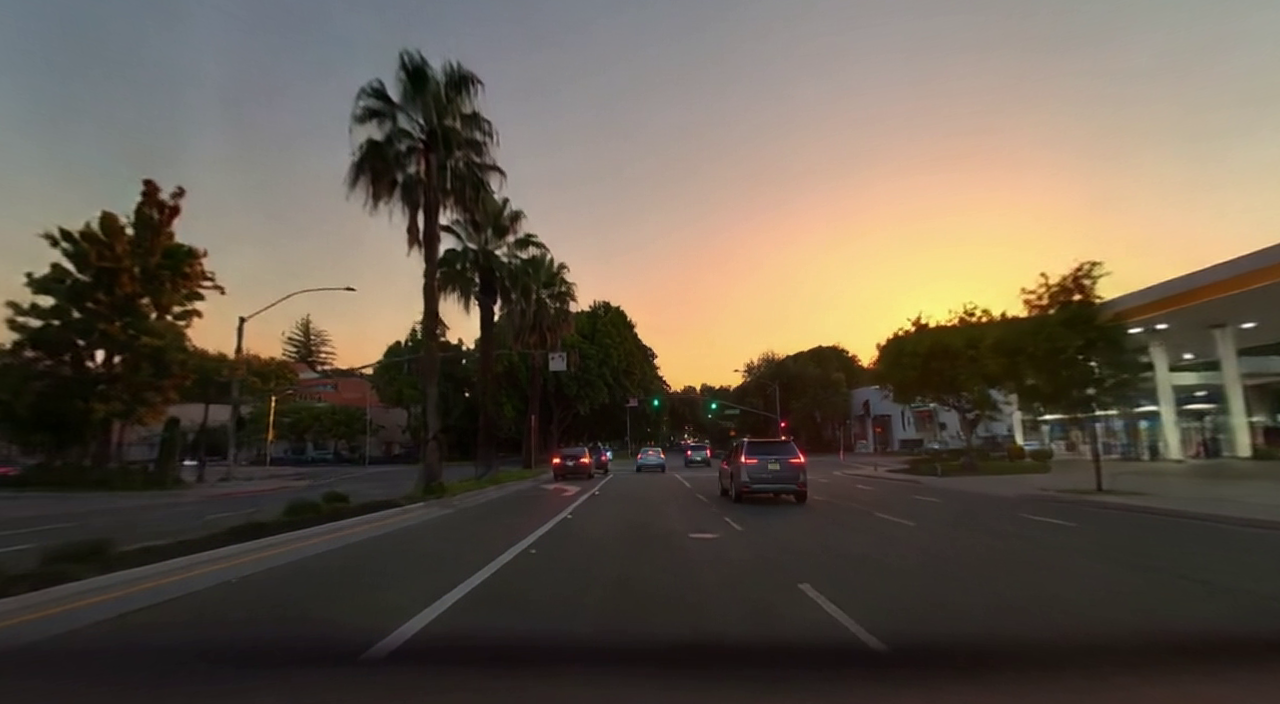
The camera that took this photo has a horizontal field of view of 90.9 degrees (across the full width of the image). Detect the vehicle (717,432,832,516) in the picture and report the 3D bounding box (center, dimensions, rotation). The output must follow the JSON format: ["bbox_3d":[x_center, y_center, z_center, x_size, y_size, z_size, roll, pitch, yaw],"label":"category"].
[{"bbox_3d":[3.087,2.860,15.321,1.872,1.752,3.896,0,-8,-1],"label":"vehicle"}]

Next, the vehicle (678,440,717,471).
[{"bbox_3d":[3.789,6.941,42.546,2.154,1.975,4.634,0,-8,0],"label":"vehicle"}]

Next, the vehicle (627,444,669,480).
[{"bbox_3d":[0.377,5.435,31.549,1.991,1.664,3.814,0,-8,0],"label":"vehicle"}]

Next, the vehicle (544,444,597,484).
[{"bbox_3d":[-2.935,4.822,27.484,1.788,1.600,4.298,0,-8,1],"label":"vehicle"}]
